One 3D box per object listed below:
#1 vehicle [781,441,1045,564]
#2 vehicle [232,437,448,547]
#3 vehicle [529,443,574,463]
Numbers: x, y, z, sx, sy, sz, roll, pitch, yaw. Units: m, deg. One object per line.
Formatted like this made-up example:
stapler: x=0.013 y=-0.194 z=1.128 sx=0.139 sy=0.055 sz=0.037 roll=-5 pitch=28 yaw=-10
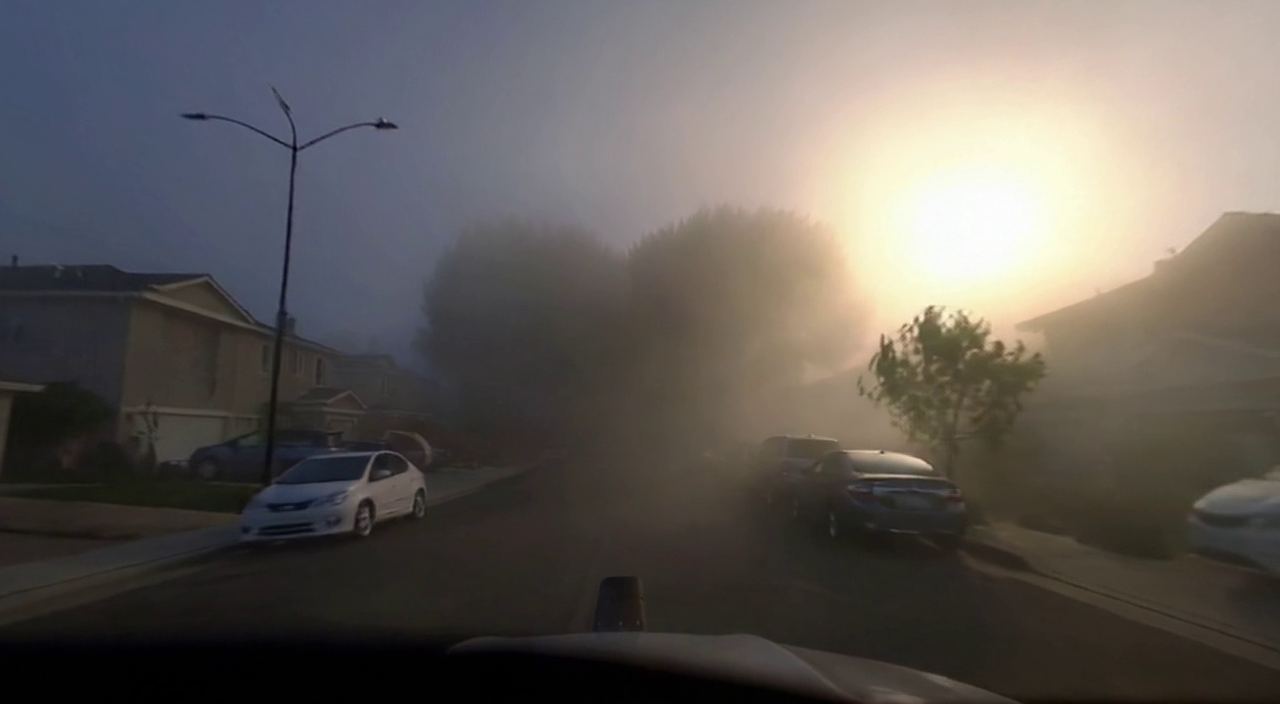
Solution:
vehicle: x=3.865 y=2.187 z=10.156 sx=2.042 sy=1.456 sz=4.903 roll=0 pitch=-8 yaw=0
vehicle: x=-5.113 y=2.392 z=11.563 sx=1.943 sy=1.602 sz=4.172 roll=0 pitch=-8 yaw=-1
vehicle: x=-6.867 y=7.743 z=48.609 sx=2.236 sy=1.459 sz=4.832 roll=3 pitch=-9 yaw=-23
